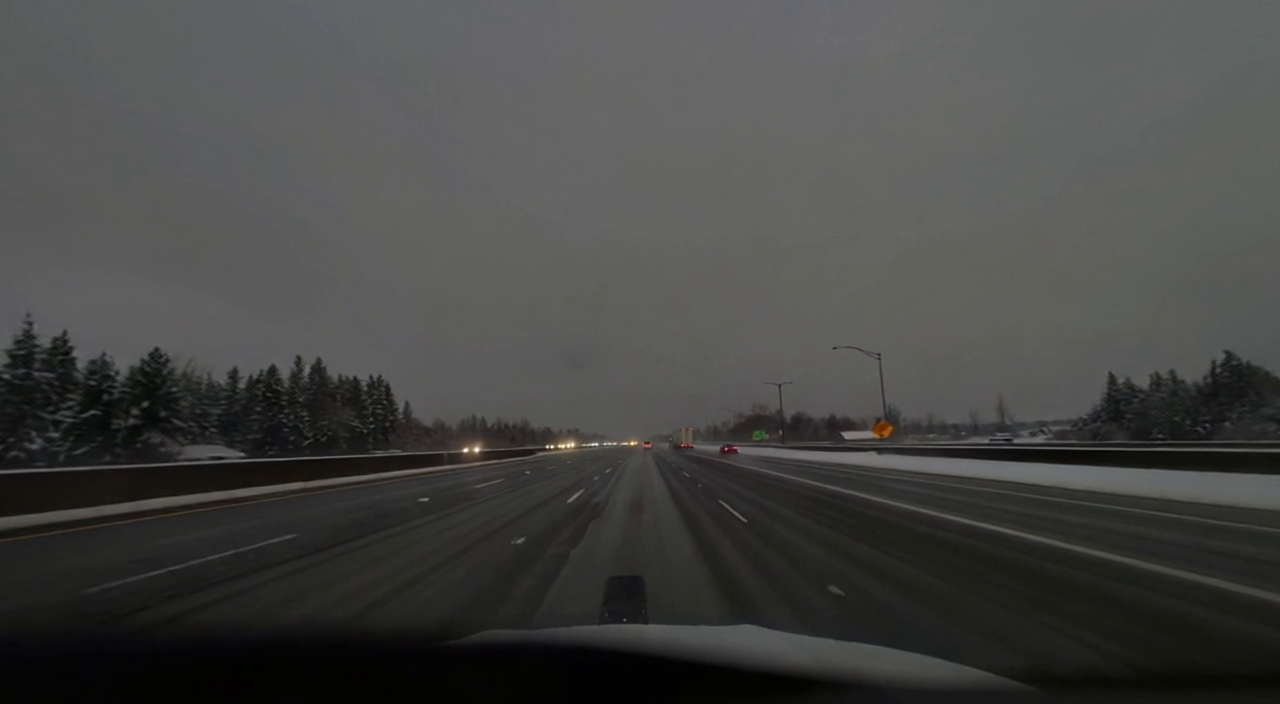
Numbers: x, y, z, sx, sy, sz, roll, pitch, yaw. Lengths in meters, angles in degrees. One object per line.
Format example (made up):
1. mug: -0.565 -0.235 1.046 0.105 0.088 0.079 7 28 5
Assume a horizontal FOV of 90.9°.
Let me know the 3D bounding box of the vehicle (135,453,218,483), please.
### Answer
1. vehicle: -27.278 6.827 37.273 1.783 1.599 3.988 0 -8 0

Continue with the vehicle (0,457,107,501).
1. vehicle: -23.940 4.970 25.035 1.825 1.484 4.234 0 -8 0
